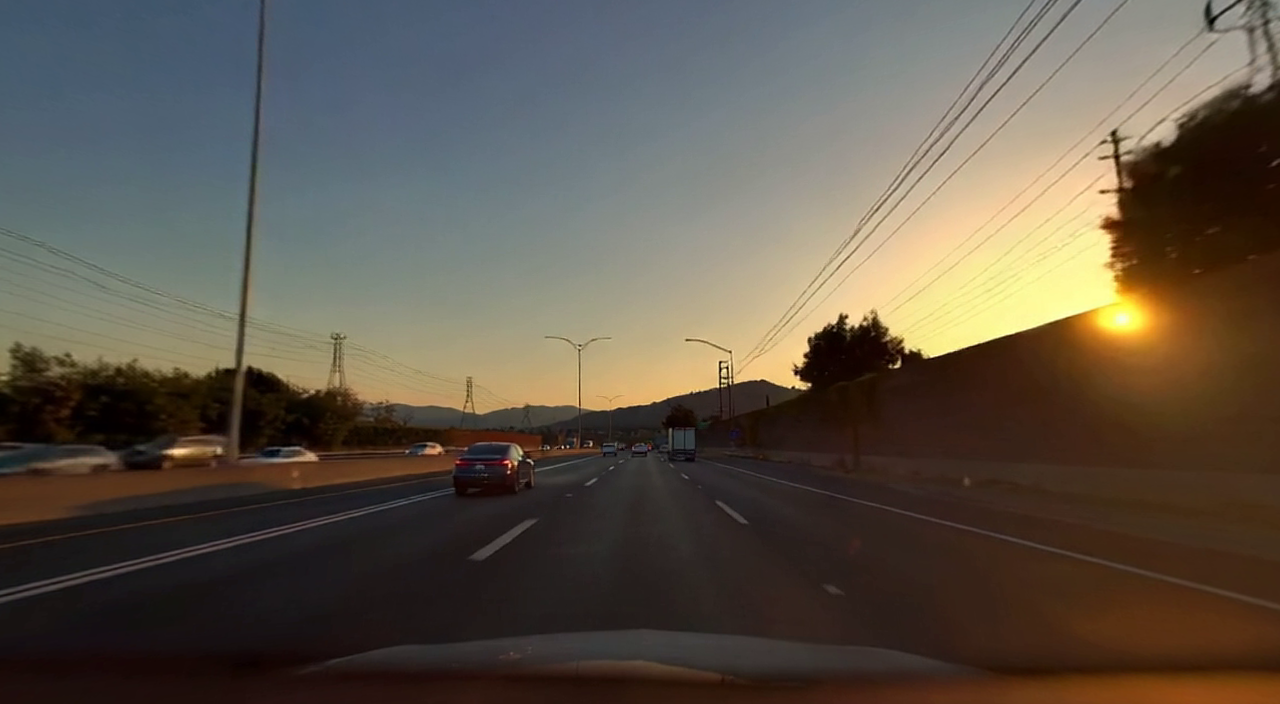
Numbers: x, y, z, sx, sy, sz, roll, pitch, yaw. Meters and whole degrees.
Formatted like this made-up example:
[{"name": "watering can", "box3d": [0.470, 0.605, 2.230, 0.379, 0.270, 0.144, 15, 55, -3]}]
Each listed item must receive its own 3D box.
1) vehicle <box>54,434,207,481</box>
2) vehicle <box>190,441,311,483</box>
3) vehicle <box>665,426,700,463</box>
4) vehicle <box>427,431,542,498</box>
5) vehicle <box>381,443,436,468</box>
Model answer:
[{"name": "vehicle", "box3d": [-22.256, 4.622, 27.947, 2.117, 1.885, 5.477, 0, -8, 1]}, {"name": "vehicle", "box3d": [-14.869, 4.209, 24.418, 1.904, 1.476, 4.284, 0, -8, 0]}, {"name": "vehicle", "box3d": [3.284, 7.304, 49.813, 2.352, 2.698, 5.688, 0, -8, 0]}, {"name": "vehicle", "box3d": [-4.215, 3.119, 17.899, 2.064, 1.642, 4.389, 0, -8, 1]}, {"name": "vehicle", "box3d": [-14.843, 6.653, 40.706, 1.890, 1.476, 4.274, 0, -8, 1]}]
